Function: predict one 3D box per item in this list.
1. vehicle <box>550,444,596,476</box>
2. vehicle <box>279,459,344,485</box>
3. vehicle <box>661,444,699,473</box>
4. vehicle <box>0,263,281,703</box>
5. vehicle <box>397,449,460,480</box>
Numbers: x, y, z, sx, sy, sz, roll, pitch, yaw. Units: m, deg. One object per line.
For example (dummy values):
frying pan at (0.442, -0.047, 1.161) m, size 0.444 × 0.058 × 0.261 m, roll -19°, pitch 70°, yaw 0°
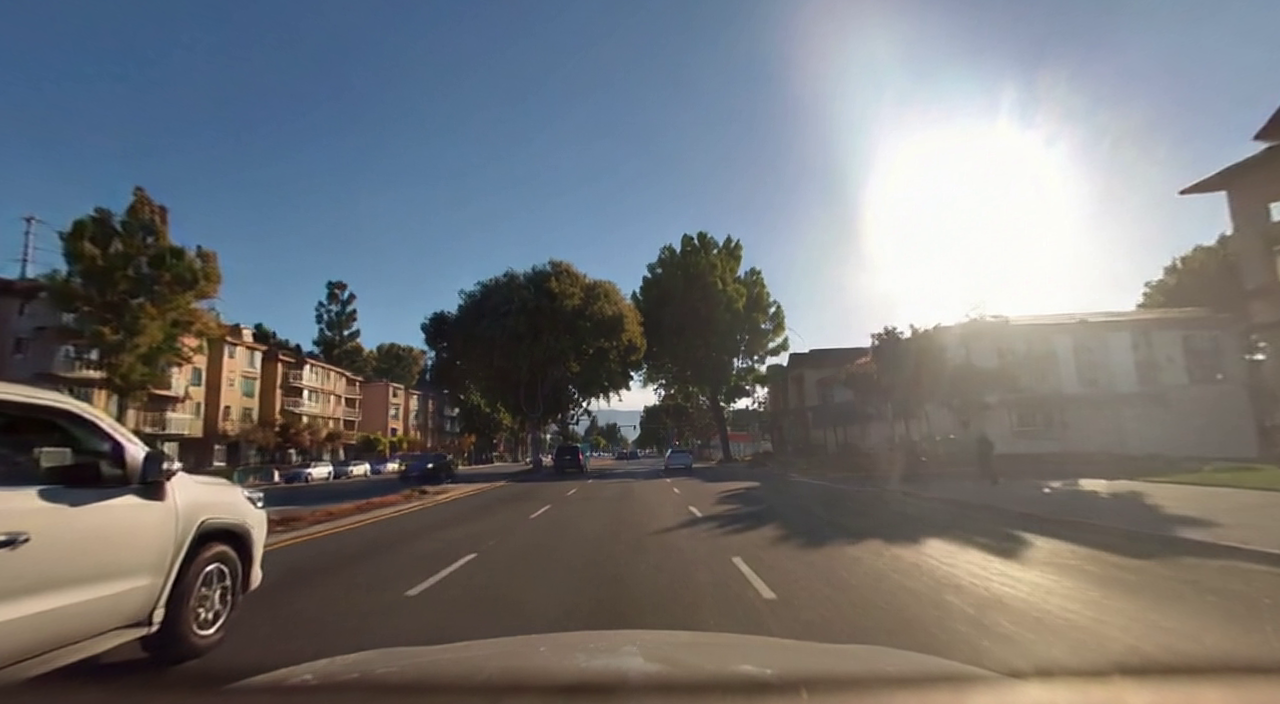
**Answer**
vehicle at (-3.705, 6.052, 35.618) m, size 2.083 × 1.685 × 4.069 m, roll 0°, pitch -9°, yaw 1°
vehicle at (-22.839, 8.355, 44.155) m, size 2.176 × 1.516 × 4.532 m, roll -3°, pitch -8°, yaw -1°
vehicle at (2.538, 6.850, 40.874) m, size 2.018 × 1.719 × 4.369 m, roll 0°, pitch -9°, yaw -2°
vehicle at (-3.481, 0.541, 1.433) m, size 2.225 × 1.984 × 5.168 m, roll 0°, pitch -9°, yaw 1°
vehicle at (-12.096, 6.438, 36.446) m, size 1.966 × 1.643 × 4.688 m, roll 0°, pitch -9°, yaw 0°
